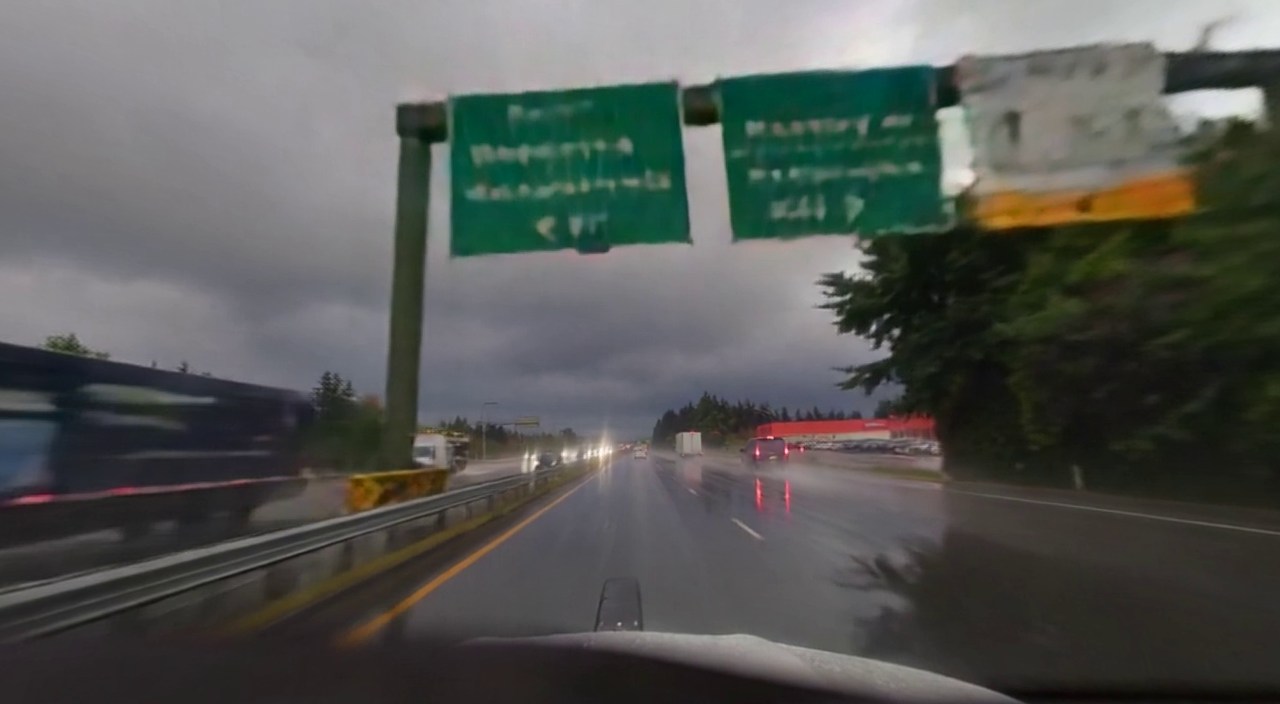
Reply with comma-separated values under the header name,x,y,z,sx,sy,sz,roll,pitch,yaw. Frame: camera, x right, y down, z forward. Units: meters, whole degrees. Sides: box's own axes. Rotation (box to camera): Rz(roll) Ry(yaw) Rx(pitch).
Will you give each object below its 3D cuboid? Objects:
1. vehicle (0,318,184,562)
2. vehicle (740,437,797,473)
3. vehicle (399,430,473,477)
name,x,y,z,sx,sy,sz,roll,pitch,yaw
vehicle,-12.080,1.623,11.405,2.959,3.982,5.948,0,-9,0
vehicle,7.449,6.021,36.939,2.156,1.943,5.010,0,-9,-1
vehicle,-15.906,8.025,49.831,2.796,3.307,8.869,0,-9,0
